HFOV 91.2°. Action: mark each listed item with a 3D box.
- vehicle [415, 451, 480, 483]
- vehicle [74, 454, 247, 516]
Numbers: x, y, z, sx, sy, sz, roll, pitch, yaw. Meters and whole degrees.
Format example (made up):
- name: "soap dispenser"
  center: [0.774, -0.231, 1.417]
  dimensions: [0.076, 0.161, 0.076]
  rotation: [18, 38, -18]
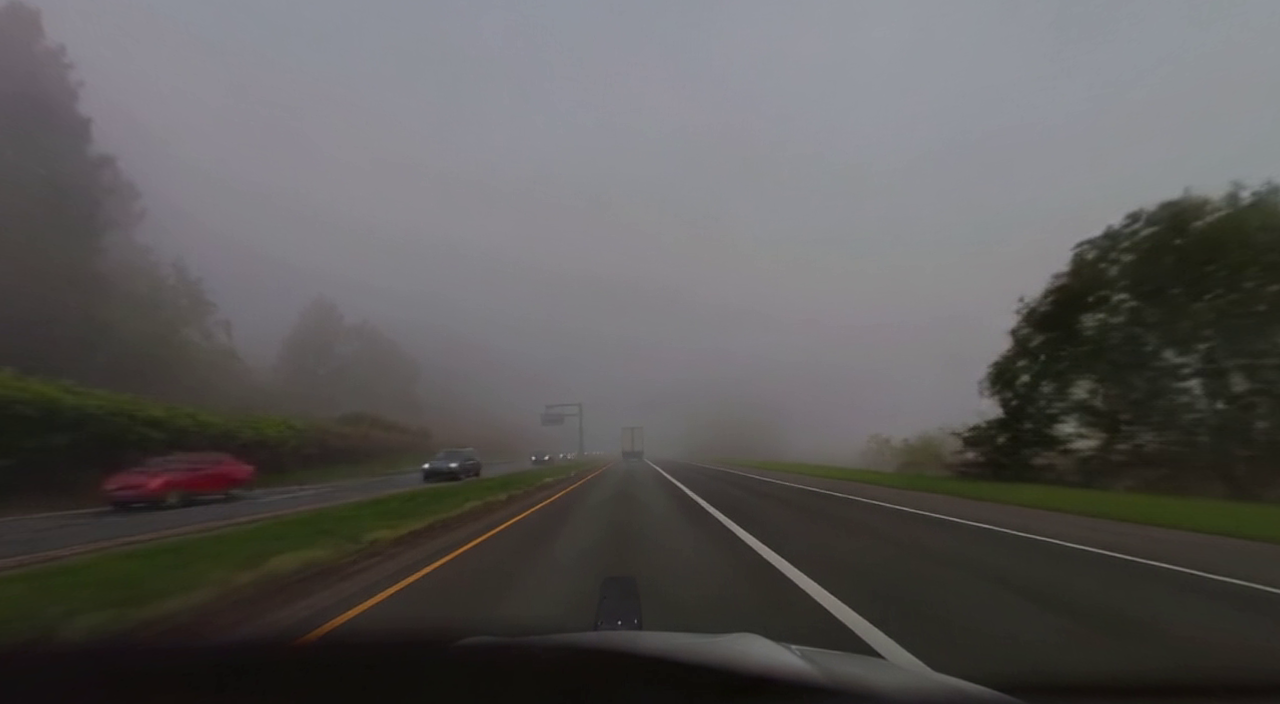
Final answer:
- name: "vehicle"
  center: [-9.715, 5.802, 31.996]
  dimensions: [1.888, 1.509, 4.461]
  rotation: [0, -9, 0]
- name: "vehicle"
  center: [-14.162, 3.908, 18.898]
  dimensions: [1.887, 1.573, 4.187]
  rotation: [0, -9, 0]
